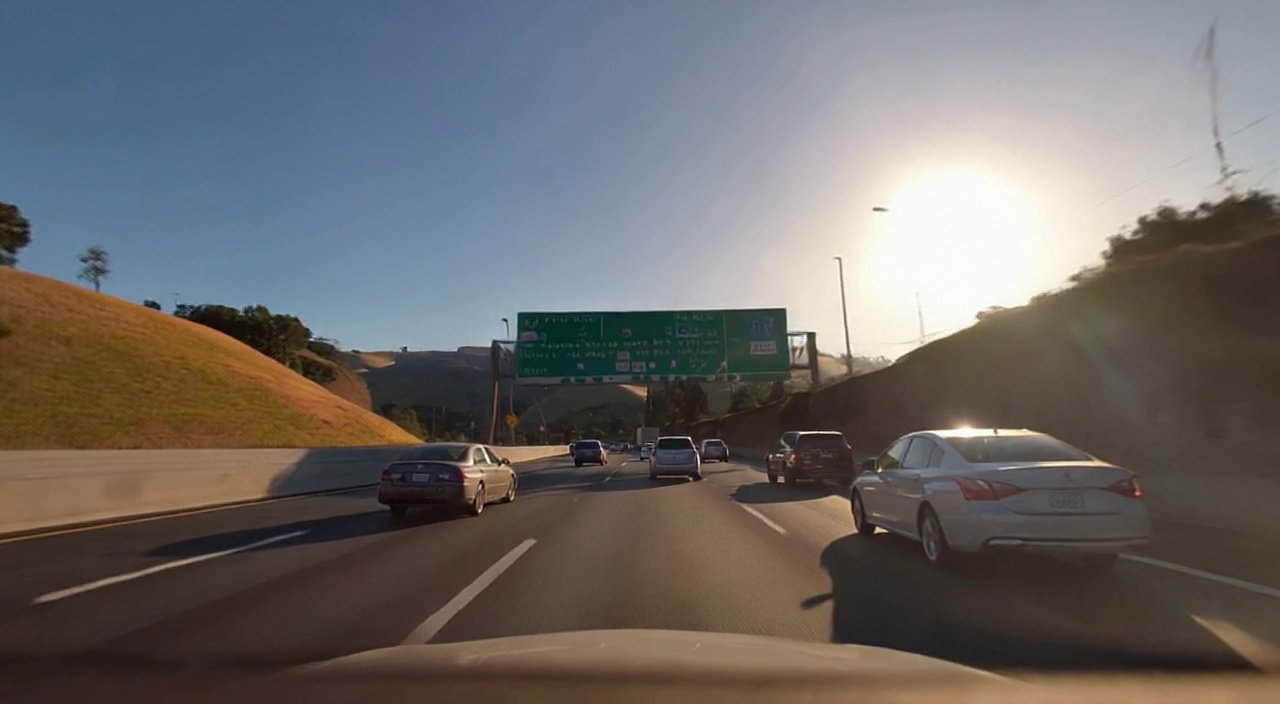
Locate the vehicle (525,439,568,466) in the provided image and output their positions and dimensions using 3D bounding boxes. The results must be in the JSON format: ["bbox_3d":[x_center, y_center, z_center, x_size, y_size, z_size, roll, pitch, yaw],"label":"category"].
[{"bbox_3d":[-6.470,6.966,44.099,2.055,1.751,4.825,0,-8,2],"label":"vehicle"}]

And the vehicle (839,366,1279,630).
[{"bbox_3d":[3.761,1.320,6.628,1.930,1.831,4.344,0,-8,1],"label":"vehicle"}]

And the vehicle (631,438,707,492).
[{"bbox_3d":[0.782,3.418,19.454,2.105,1.471,3.978,0,-8,0],"label":"vehicle"}]

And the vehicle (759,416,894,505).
[{"bbox_3d":[4.372,2.623,15.665,1.970,1.872,4.575,0,-8,0],"label":"vehicle"}]

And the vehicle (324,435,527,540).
[{"bbox_3d":[-3.432,2.227,11.133,1.961,1.456,4.362,0,-8,1],"label":"vehicle"}]

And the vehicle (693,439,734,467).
[{"bbox_3d":[4.135,5.747,36.137,1.855,1.513,3.915,0,-8,-1],"label":"vehicle"}]

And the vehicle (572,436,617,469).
[{"bbox_3d":[-2.625,5.946,37.594,2.154,1.793,4.736,0,-8,3],"label":"vehicle"}]
